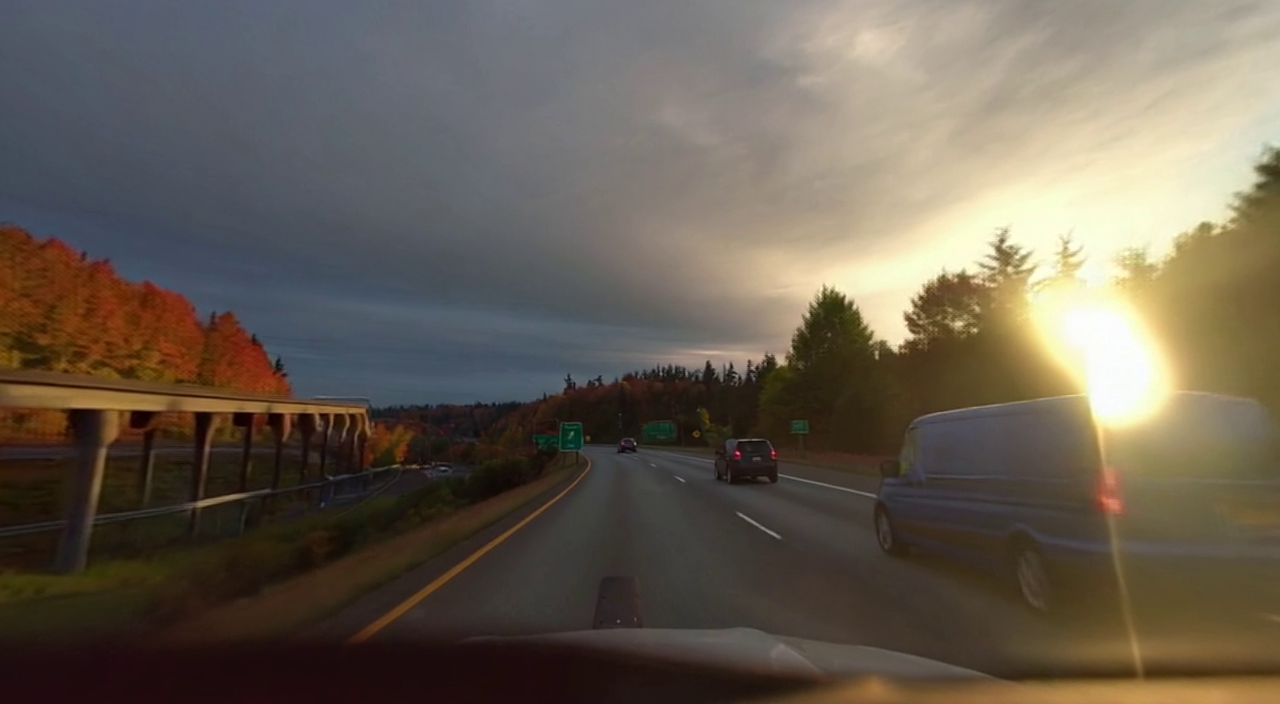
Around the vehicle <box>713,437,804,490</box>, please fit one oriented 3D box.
[{"bbox_3d":[3.721,3.597,20.473,1.952,1.536,4.036,0,-9,-3],"label":"vehicle"}]

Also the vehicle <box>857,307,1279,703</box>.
[{"bbox_3d":[3.922,1.118,5.278,2.205,1.923,4.956,0,-9,-2],"label":"vehicle"}]
